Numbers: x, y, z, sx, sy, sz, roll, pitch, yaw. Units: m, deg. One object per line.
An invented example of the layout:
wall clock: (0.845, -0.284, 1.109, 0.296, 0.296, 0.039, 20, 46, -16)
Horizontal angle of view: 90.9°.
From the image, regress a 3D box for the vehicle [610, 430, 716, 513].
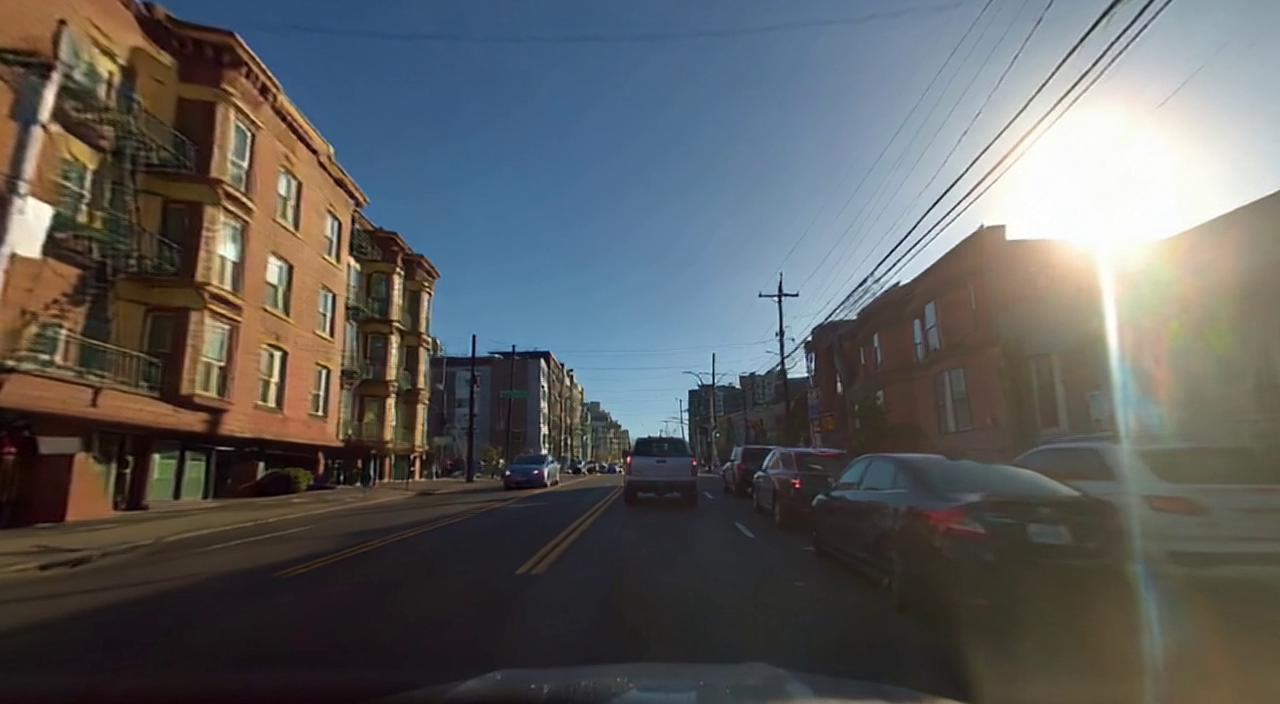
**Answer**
vehicle: (0.499, 2.825, 15.399, 2.232, 1.736, 4.036, 0, -8, 1)

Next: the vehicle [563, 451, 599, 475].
vehicle: (-4.554, 8.627, 49.119, 2.215, 1.703, 4.614, 0, -8, 2)

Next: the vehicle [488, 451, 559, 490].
vehicle: (-4.827, 4.960, 26.755, 1.966, 1.470, 4.528, 0, -8, 2)

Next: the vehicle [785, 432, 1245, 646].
vehicle: (3.225, 1.697, 7.010, 2.116, 1.487, 4.988, 0, -8, 1)
